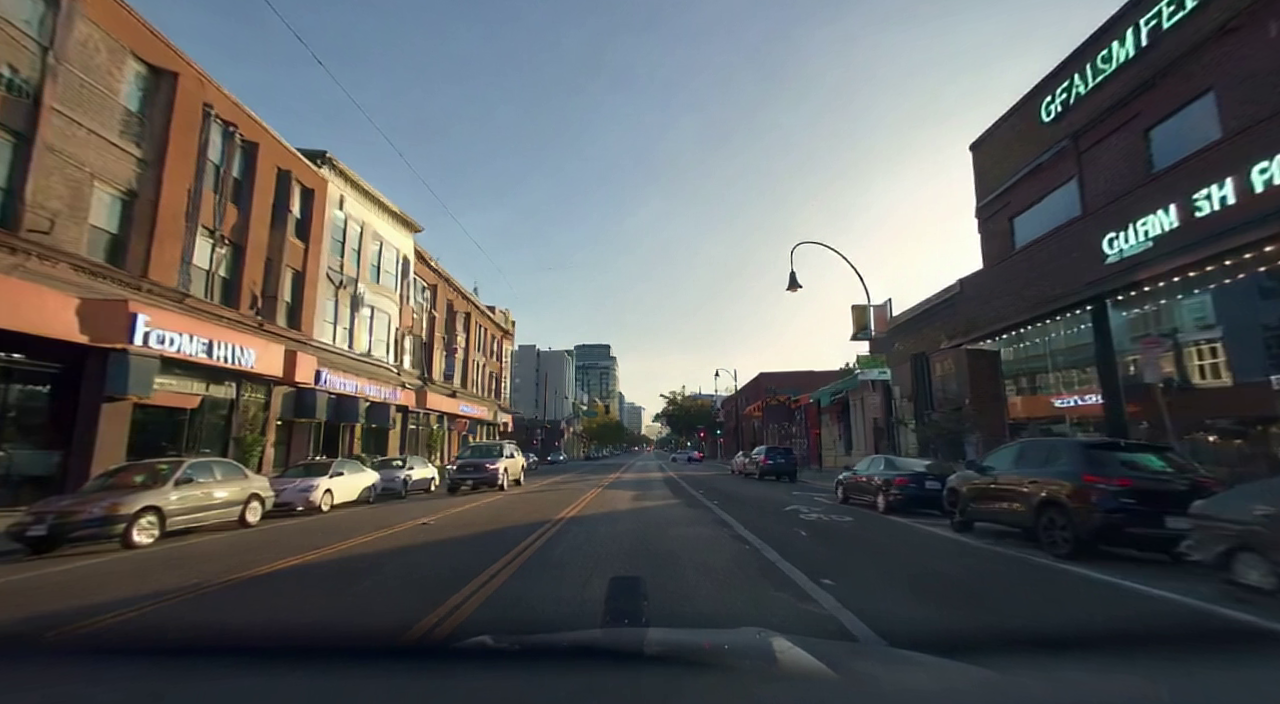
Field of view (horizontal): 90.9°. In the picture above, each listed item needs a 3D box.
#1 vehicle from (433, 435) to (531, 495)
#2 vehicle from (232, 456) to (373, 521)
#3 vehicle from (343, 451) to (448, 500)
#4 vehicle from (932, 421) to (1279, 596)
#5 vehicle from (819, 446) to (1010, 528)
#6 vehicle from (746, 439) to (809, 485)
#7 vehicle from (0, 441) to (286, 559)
[{"bbox_3d":[-5.569,4.054,23.088,2.203,1.937,5.133,0,-8,1],"label":"vehicle"},{"bbox_3d":[-8.964,3.647,17.138,1.783,1.512,3.678,-1,-11,-1],"label":"vehicle"},{"bbox_3d":[-8.716,4.479,22.972,1.905,1.576,4.566,-1,-11,1],"label":"vehicle"},{"bbox_3d":[5.827,1.859,8.415,1.864,1.699,4.317,0,-8,2],"label":"vehicle"},{"bbox_3d":[5.747,2.842,14.007,2.032,1.466,4.660,0,-8,-2],"label":"vehicle"},{"bbox_3d":[6.158,4.958,28.764,1.922,1.871,4.477,0,-8,1],"label":"vehicle"},{"bbox_3d":[-8.995,2.721,12.023,1.916,1.738,4.451,-1,-11,-1],"label":"vehicle"}]
